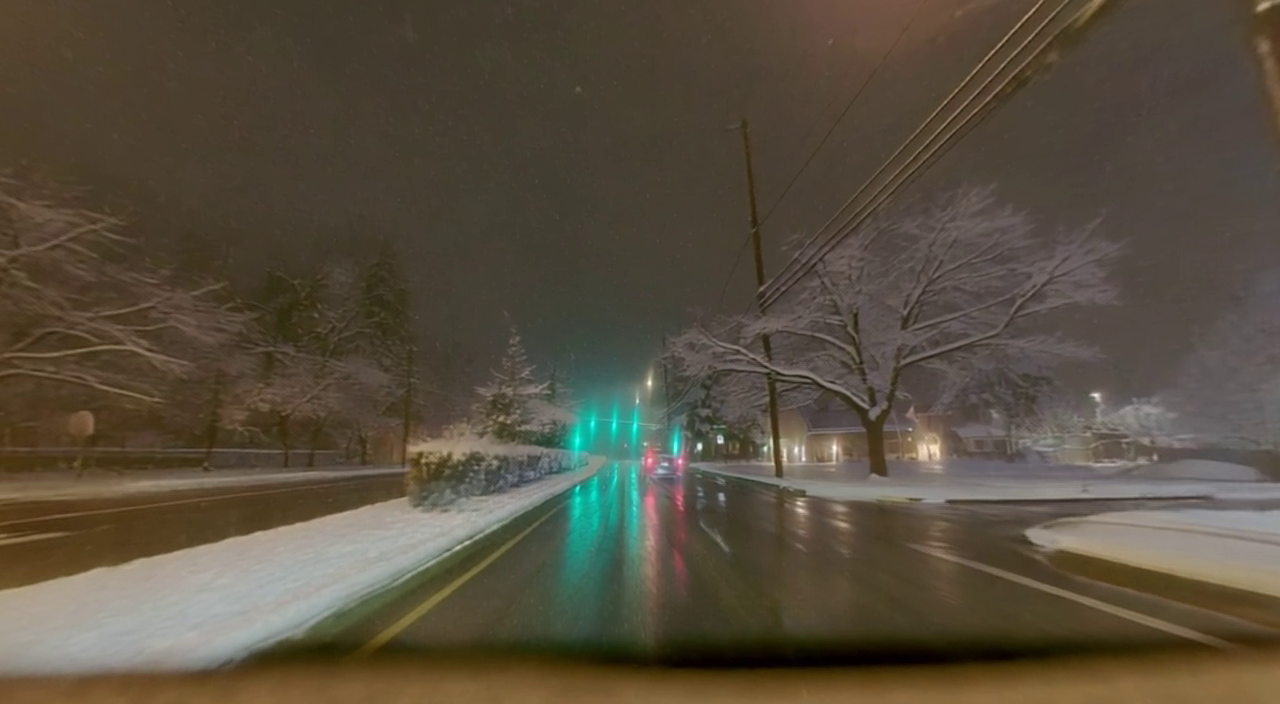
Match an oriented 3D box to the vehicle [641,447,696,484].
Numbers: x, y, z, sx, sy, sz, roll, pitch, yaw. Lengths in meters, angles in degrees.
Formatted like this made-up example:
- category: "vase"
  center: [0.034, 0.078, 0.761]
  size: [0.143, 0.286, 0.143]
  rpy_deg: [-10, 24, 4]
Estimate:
- category: "vehicle"
  center: [1.171, 4.981, 28.061]
  size: [2.061, 1.475, 4.296]
  rpy_deg: [0, -8, -3]
